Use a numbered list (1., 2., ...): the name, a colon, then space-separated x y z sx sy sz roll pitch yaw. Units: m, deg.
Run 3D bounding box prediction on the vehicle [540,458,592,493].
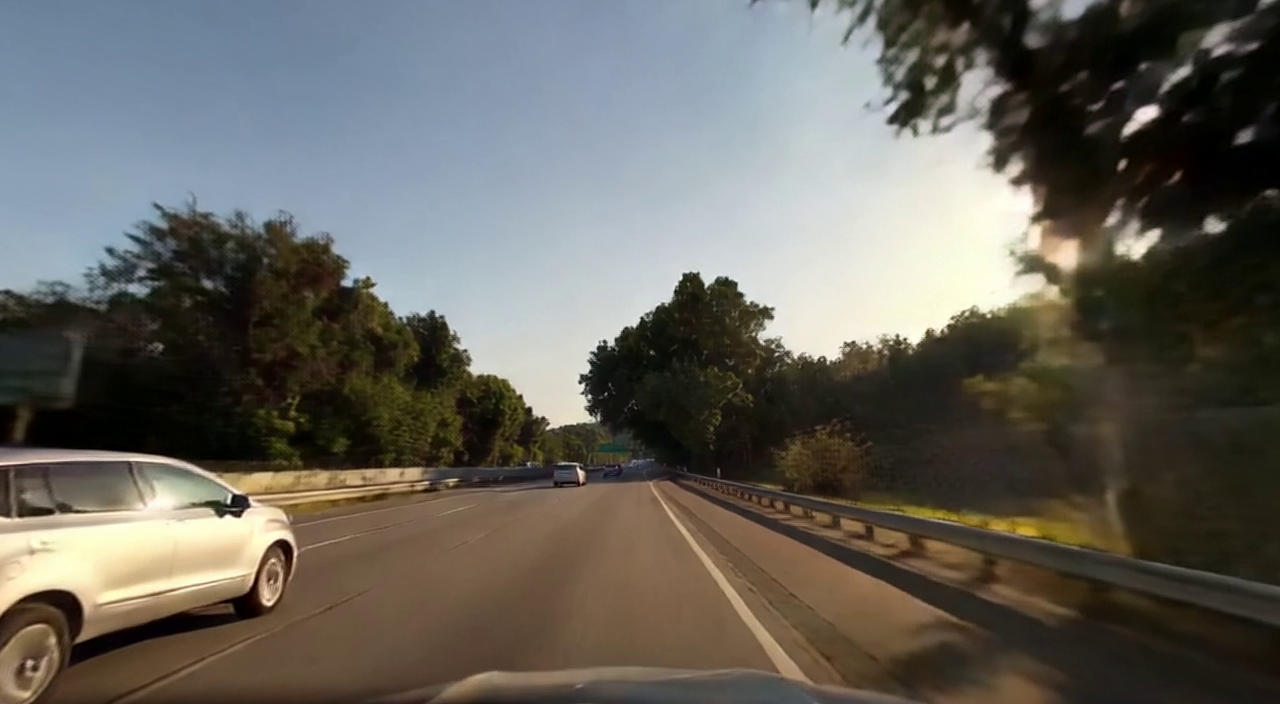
1. vehicle: -3.724 6.343 32.431 2.042 1.629 4.276 1 -10 1
